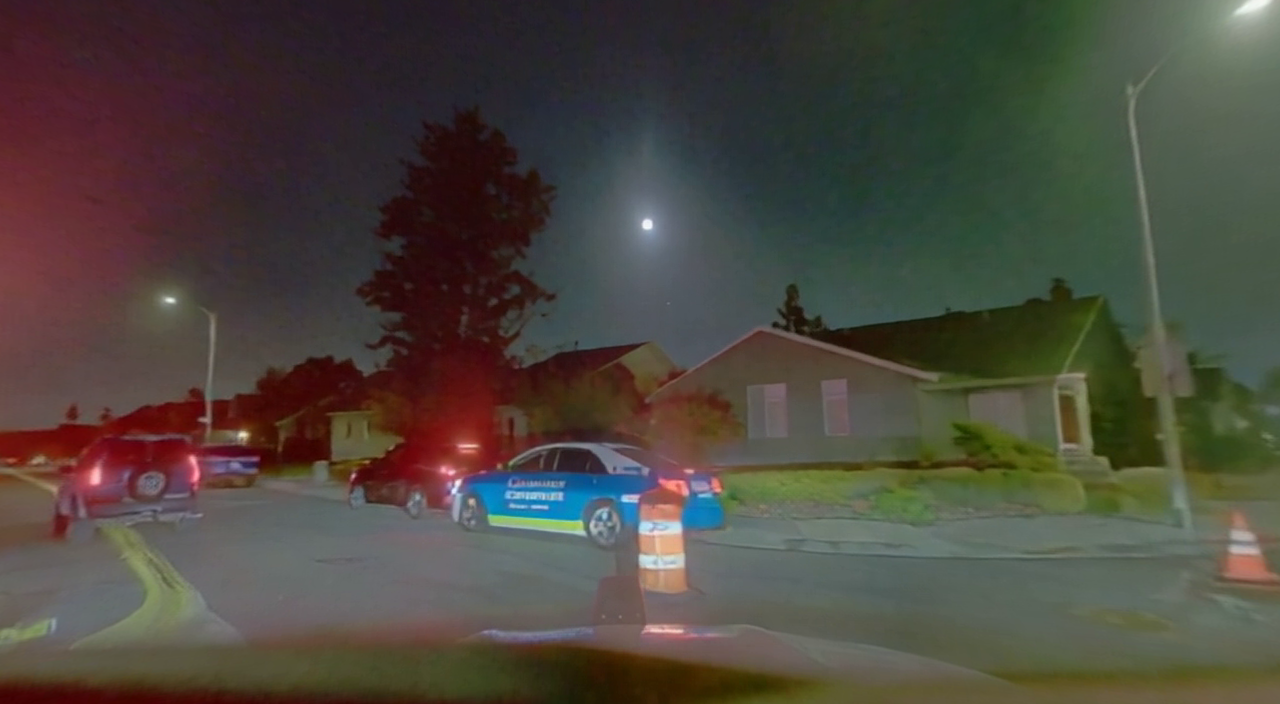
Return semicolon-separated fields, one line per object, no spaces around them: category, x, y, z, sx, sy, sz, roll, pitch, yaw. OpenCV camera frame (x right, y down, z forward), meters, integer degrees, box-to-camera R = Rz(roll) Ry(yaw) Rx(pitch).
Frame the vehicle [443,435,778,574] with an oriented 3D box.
vehicle;-0.647;2.049;9.503;4.710;1.515;2.400;-8;-12;43

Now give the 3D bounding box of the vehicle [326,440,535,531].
vehicle;-4.562;2.634;13.301;5.022;1.497;1.996;-7;-10;43

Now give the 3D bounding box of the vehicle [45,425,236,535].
vehicle;-9.968;2.405;12.506;4.094;1.748;2.350;-8;-12;44

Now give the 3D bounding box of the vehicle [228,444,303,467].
vehicle;-28.047;7.736;47.405;4.486;1.629;1.792;8;-11;-43
